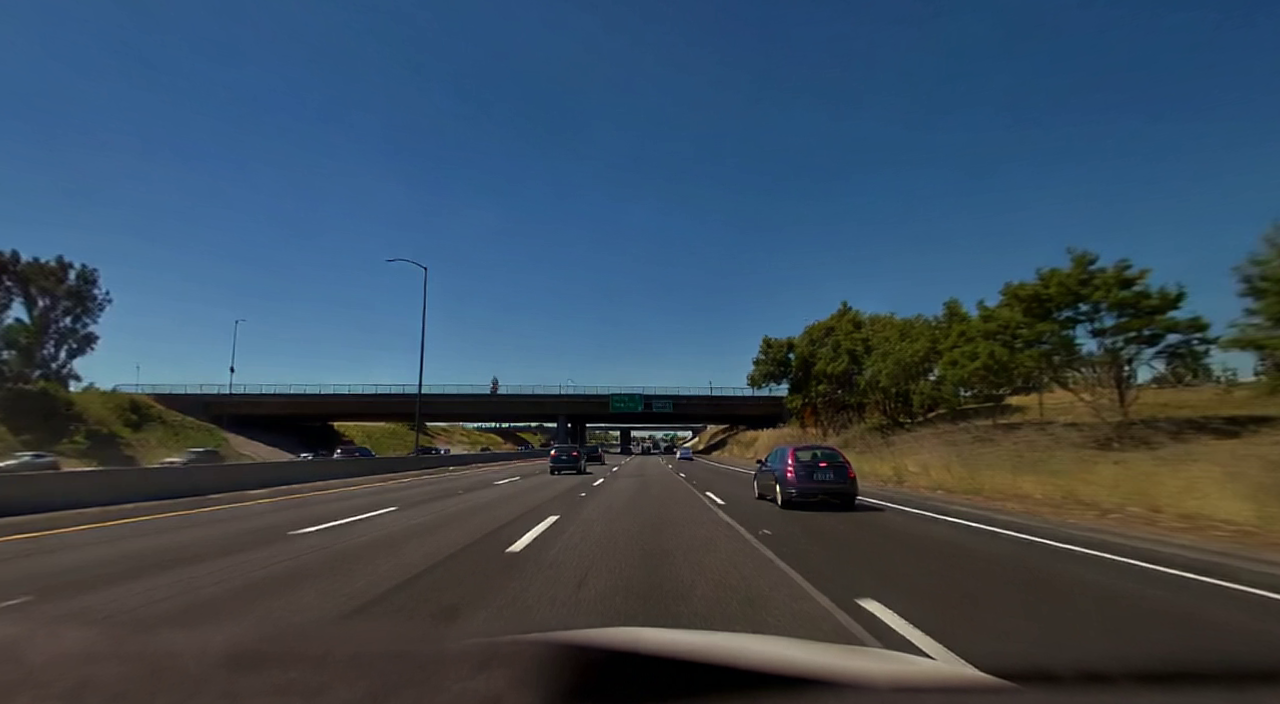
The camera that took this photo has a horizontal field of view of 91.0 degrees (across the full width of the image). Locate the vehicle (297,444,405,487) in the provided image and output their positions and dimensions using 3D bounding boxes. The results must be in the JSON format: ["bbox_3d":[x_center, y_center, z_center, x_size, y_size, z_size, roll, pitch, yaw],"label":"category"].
[{"bbox_3d":[-11.154,4.400,24.722,1.919,1.497,4.765,0,-9,1],"label":"vehicle"}]

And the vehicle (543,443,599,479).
[{"bbox_3d":[-3.176,5.120,29.789,2.072,1.545,4.687,0,-9,0],"label":"vehicle"}]

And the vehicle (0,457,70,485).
[{"bbox_3d":[-40.207,7.675,40.897,1.937,1.636,4.683,0,-9,0],"label":"vehicle"}]

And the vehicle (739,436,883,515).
[{"bbox_3d":[3.679,2.747,14.489,2.079,1.535,4.316,0,-9,0],"label":"vehicle"}]
